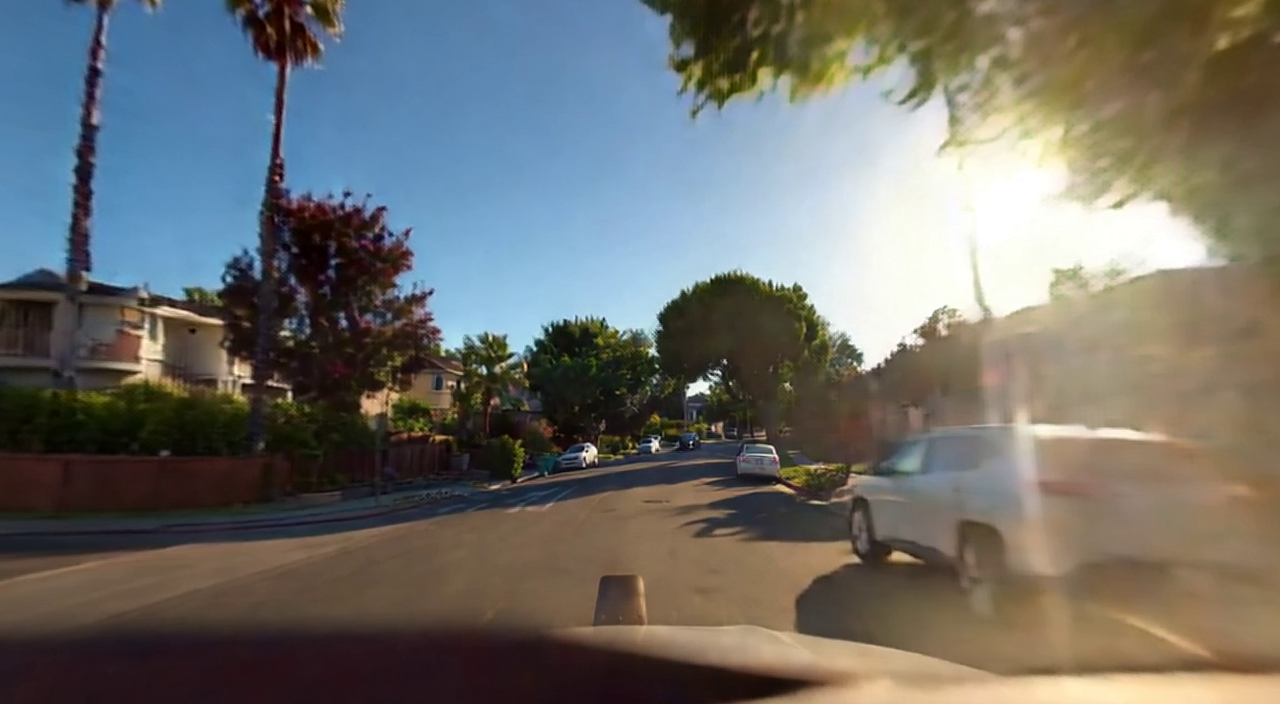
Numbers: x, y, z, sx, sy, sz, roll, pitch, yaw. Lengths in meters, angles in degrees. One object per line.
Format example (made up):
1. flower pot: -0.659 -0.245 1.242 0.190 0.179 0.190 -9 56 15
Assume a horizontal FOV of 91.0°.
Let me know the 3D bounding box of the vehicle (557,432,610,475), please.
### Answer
1. vehicle: -3.453 6.482 39.722 2.053 1.713 4.850 -3 -21 10

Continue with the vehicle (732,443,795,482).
1. vehicle: 4.942 4.442 25.678 1.942 1.465 4.123 -1 -8 3

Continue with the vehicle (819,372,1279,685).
1. vehicle: 3.607 1.377 6.172 2.197 1.816 4.845 0 -8 -1
